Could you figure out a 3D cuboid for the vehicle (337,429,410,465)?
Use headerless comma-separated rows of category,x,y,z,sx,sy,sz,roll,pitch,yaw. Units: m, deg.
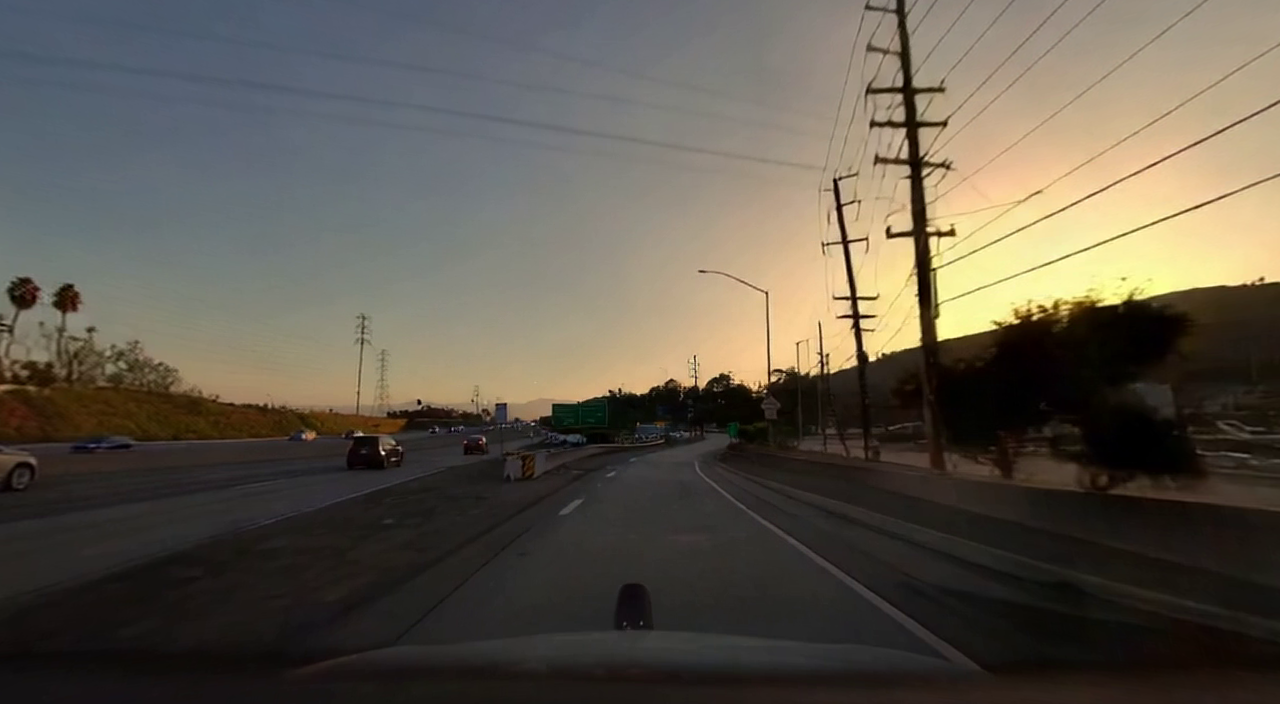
vehicle,-12.762,4.595,30.526,2.029,1.609,3.935,1,-8,-4
